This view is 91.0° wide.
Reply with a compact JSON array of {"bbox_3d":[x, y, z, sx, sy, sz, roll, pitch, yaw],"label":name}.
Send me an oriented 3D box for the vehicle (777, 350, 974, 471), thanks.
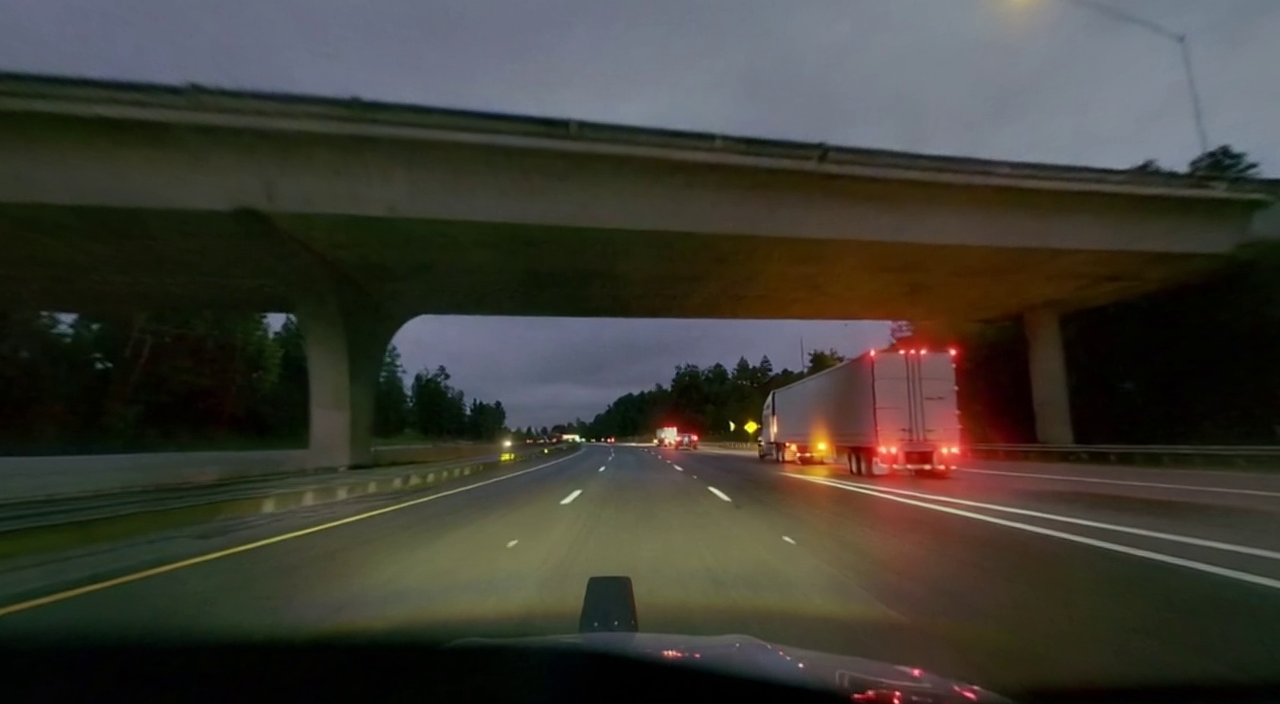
[{"bbox_3d":[9.379,2.896,27.904,2.855,4.053,13.328,0,-8,-3],"label":"vehicle"}]
